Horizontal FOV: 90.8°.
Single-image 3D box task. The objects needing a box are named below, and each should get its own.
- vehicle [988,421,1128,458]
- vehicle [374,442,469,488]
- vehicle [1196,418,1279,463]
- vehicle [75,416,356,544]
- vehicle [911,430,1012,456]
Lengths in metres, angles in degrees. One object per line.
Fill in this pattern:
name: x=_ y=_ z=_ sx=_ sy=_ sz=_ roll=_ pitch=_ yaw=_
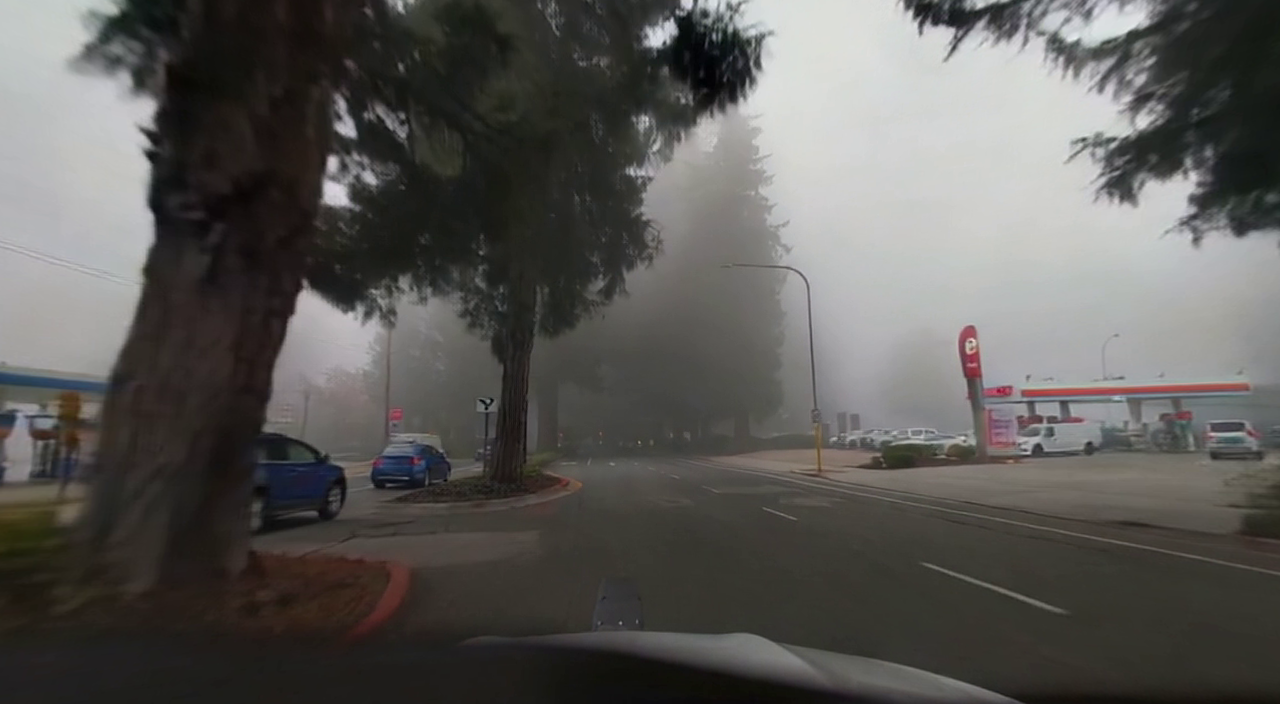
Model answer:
vehicle: x=19.115 y=4.036 z=29.085 sx=4.868 sy=1.610 sz=2.223 roll=0 pitch=-9 yaw=-2
vehicle: x=-7.688 y=3.986 z=22.725 sx=1.982 sy=1.465 sz=4.376 roll=0 pitch=-9 yaw=-2
vehicle: x=21.523 y=3.181 z=22.638 sx=4.557 sy=1.434 sz=1.916 roll=8 pitch=-12 yaw=-44
vehicle: x=-6.922 y=2.110 z=11.105 sx=1.987 sy=1.747 sz=4.545 roll=0 pitch=-9 yaw=-4
vehicle: x=18.709 y=5.303 z=36.874 sx=4.800 sy=1.459 sz=2.051 roll=1 pitch=-9 yaw=-5
